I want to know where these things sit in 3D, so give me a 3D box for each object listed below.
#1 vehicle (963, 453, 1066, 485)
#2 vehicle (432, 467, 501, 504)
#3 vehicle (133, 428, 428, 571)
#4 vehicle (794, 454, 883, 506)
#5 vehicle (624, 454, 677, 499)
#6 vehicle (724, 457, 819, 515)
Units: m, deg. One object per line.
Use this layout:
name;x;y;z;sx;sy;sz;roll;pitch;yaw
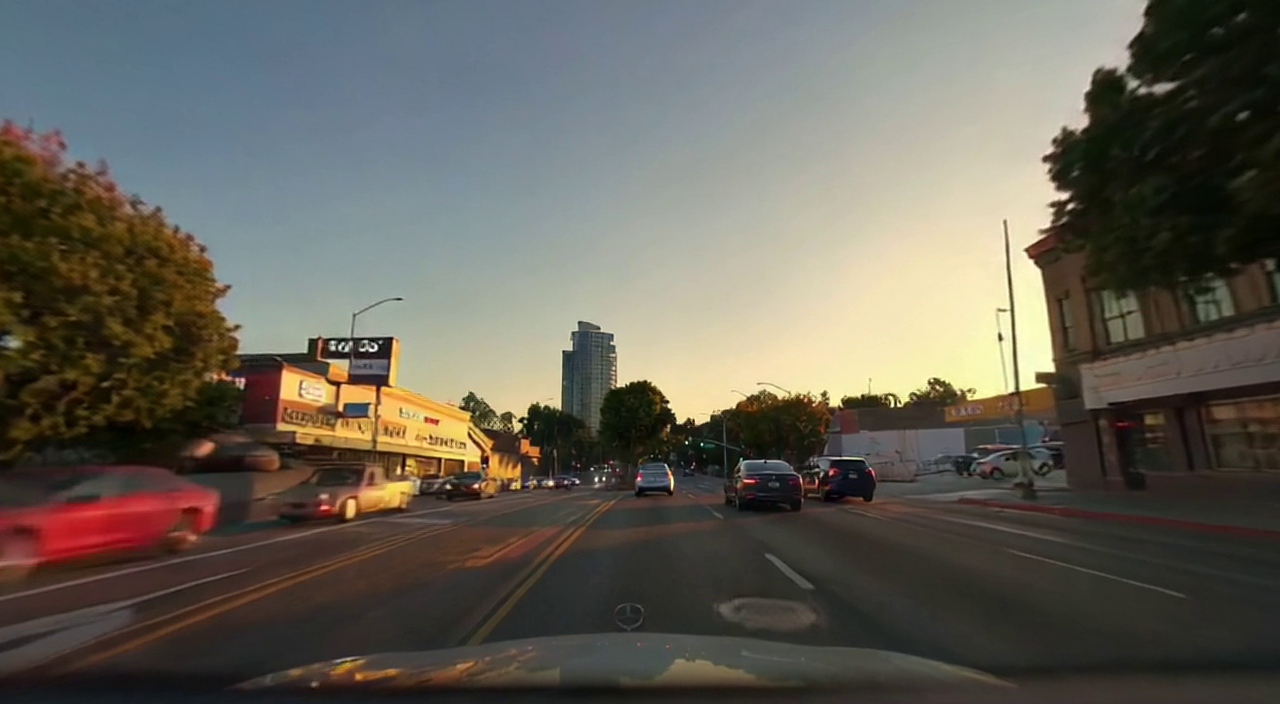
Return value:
vehicle;22.318;6.982;37.738;4.718;1.628;2.008;-3;-9;5
vehicle;-8.340;6.449;30.787;1.906;1.519;4.797;-1;-9;2
vehicle;-5.264;2.218;10.183;2.180;1.646;4.467;-3;-9;-1
vehicle;7.514;4.855;24.403;2.040;1.738;4.414;-1;-9;1
vehicle;0.504;5.677;29.150;2.210;1.861;4.280;-1;-9;2
vehicle;3.890;4.047;19.531;1.963;1.484;4.609;-1;-9;0
